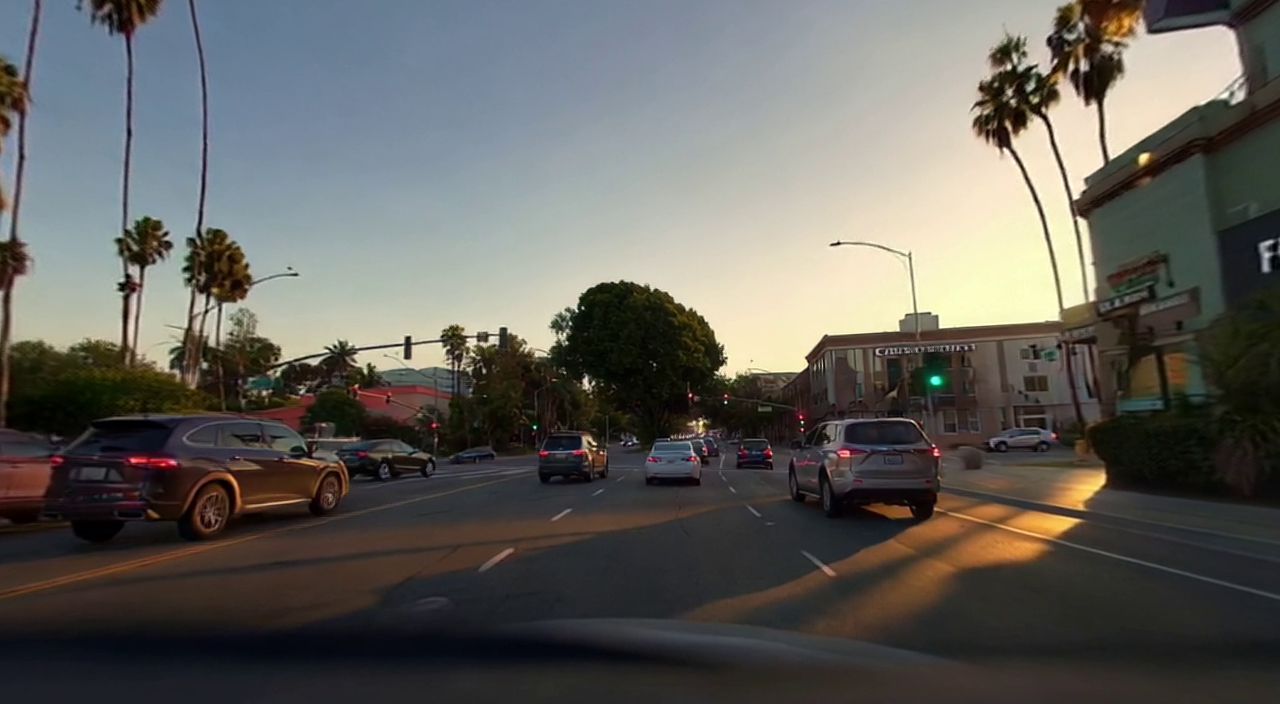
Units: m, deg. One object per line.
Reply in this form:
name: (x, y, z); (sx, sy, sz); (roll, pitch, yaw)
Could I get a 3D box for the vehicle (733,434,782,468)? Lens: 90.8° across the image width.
vehicle: (5.703, 4.862, 31.043); (2.149, 1.532, 4.168); (-2, -8, 9)

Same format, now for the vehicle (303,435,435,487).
vehicle: (-8.593, 3.480, 20.551); (2.017, 1.472, 4.418); (-1, -8, 6)

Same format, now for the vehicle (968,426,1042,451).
vehicle: (28.723, 6.878, 49.866); (4.557, 1.848, 2.008); (-2, -9, 12)

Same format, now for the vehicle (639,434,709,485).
vehicle: (1.121, 3.470, 20.601); (2.057, 1.492, 3.825); (-1, -8, 4)

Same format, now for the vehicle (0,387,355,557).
vehicle: (-6.546, 1.682, 9.481); (2.127, 1.888, 4.637); (-1, -8, 3)

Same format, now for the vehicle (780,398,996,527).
vehicle: (4.295, 2.038, 12.130); (2.267, 1.931, 5.145); (-1, -8, 3)

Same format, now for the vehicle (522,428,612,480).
vehicle: (-2.625, 3.841, 24.066); (2.088, 1.746, 4.650); (-2, -9, 11)
